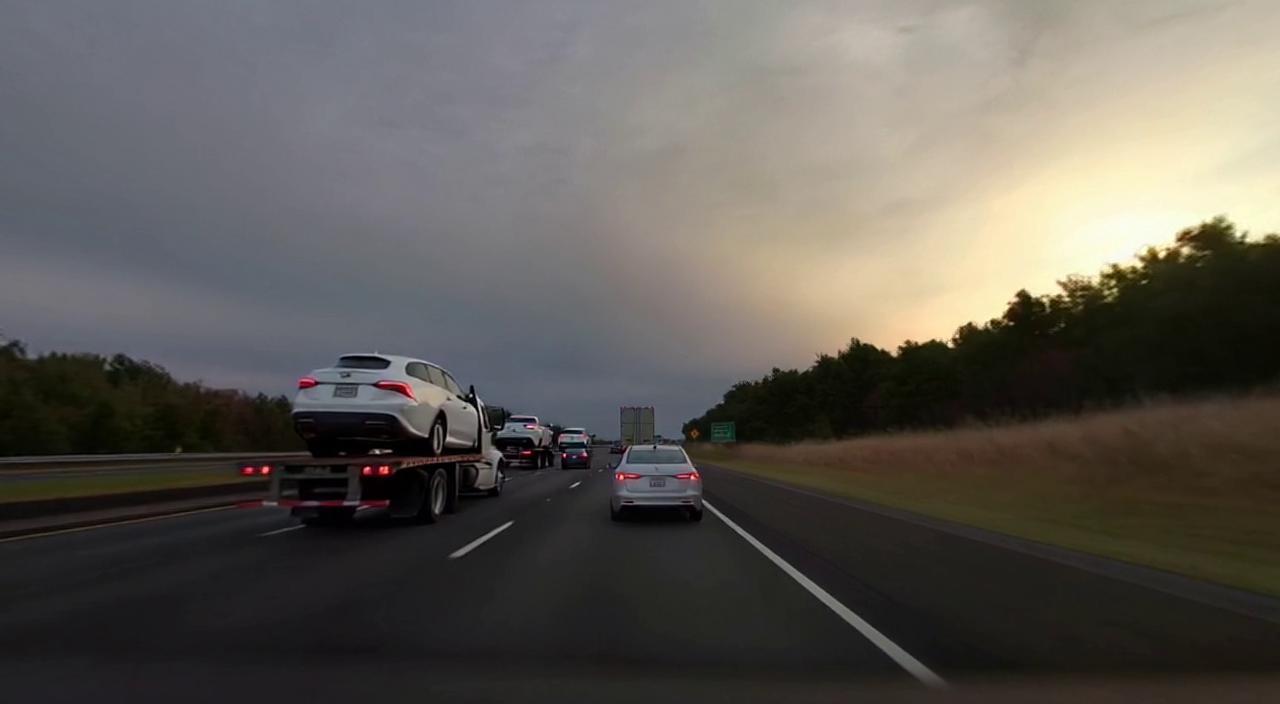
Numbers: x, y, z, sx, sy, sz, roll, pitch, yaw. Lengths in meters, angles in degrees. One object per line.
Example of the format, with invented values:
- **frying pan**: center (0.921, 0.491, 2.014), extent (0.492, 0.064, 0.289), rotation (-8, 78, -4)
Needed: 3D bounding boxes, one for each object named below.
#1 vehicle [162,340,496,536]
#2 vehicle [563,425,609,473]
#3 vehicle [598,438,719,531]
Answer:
- **vehicle**: center (-3.002, 1.012, 7.286), extent (2.031, 1.594, 4.103), rotation (1, -9, -5)
- **vehicle**: center (-3.266, 6.071, 39.431), extent (2.289, 2.710, 6.726), rotation (0, -9, 0)
- **vehicle**: center (0.267, 2.446, 12.163), extent (1.991, 1.507, 3.391), rotation (0, -9, -1)
